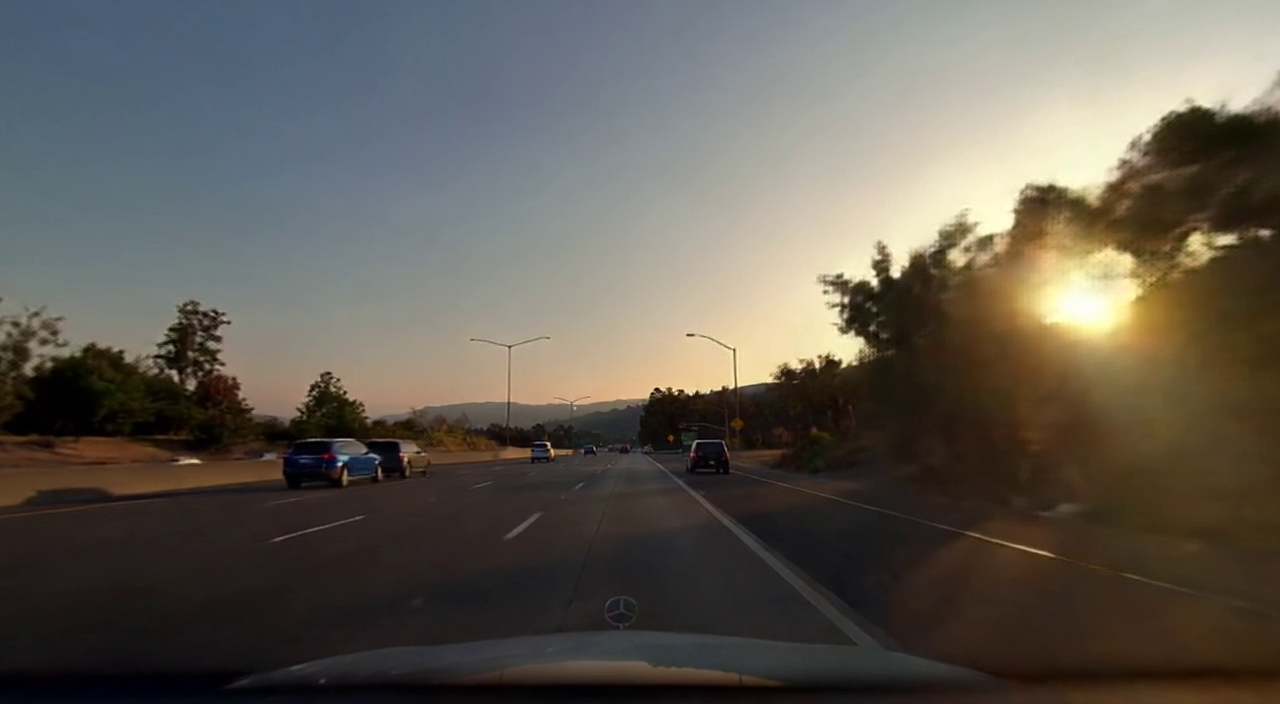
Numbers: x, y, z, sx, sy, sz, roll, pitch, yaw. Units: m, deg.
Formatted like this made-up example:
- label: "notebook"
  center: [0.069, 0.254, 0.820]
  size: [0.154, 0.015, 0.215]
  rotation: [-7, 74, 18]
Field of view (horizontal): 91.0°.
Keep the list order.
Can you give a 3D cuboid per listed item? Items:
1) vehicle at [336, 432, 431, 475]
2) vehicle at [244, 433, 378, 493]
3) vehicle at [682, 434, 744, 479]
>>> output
- label: "vehicle"
  center: [-14.795, 5.921, 36.886]
  size: [2.736, 2.262, 6.533]
  rotation: [0, -9, 1]
- label: "vehicle"
  center: [-11.256, 3.818, 22.019]
  size: [2.137, 1.873, 4.687]
  rotation: [0, -9, 0]
- label: "vehicle"
  center: [3.231, 4.760, 28.916]
  size: [2.184, 1.892, 4.763]
  rotation: [0, -9, -2]
